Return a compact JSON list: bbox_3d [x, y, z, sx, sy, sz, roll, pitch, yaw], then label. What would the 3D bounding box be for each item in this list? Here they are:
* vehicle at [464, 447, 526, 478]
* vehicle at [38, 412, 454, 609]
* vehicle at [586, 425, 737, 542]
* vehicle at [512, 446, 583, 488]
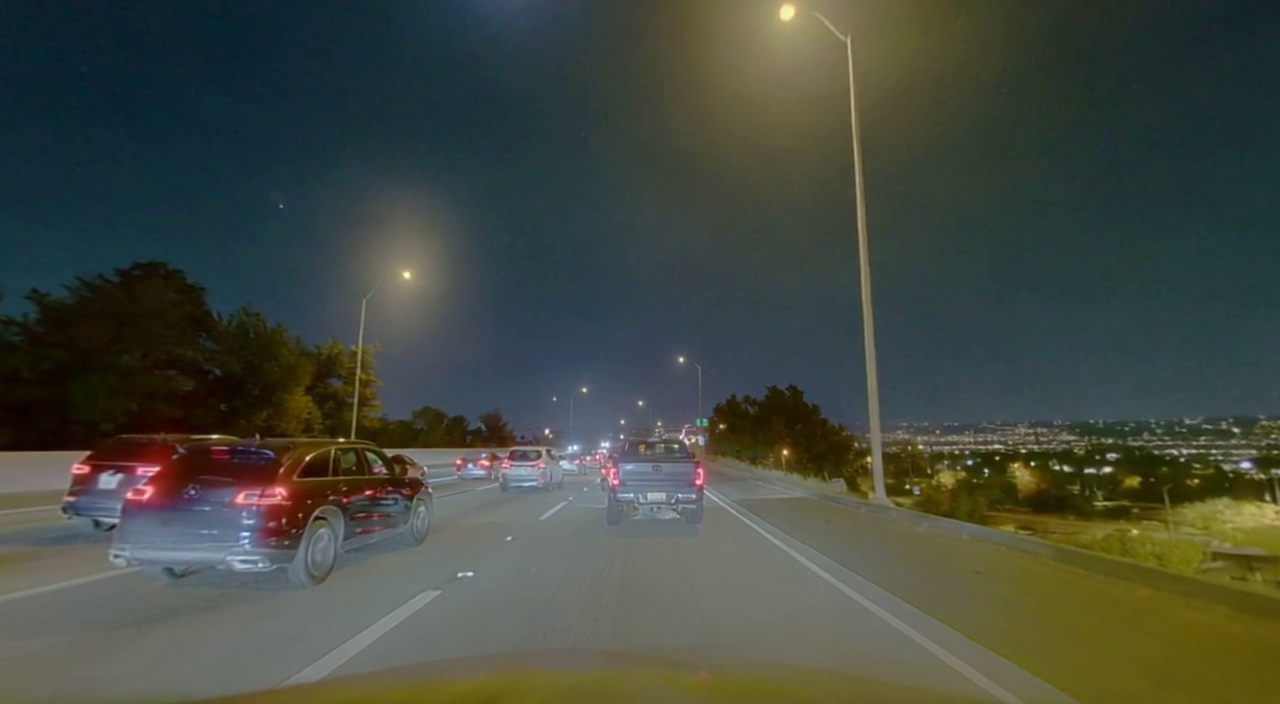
[{"bbox_3d":[-7.260,5.576,32.106,1.856,1.459,4.251,-1,-9,4],"label":"vehicle"},{"bbox_3d":[-4.105,1.706,7.742,2.076,1.688,4.334,-1,-9,4],"label":"vehicle"},{"bbox_3d":[0.367,2.302,11.689,2.235,1.716,4.435,0,-9,1],"label":"vehicle"},{"bbox_3d":[-3.480,4.415,24.562,1.868,1.470,4.105,-1,-9,4],"label":"vehicle"}]
